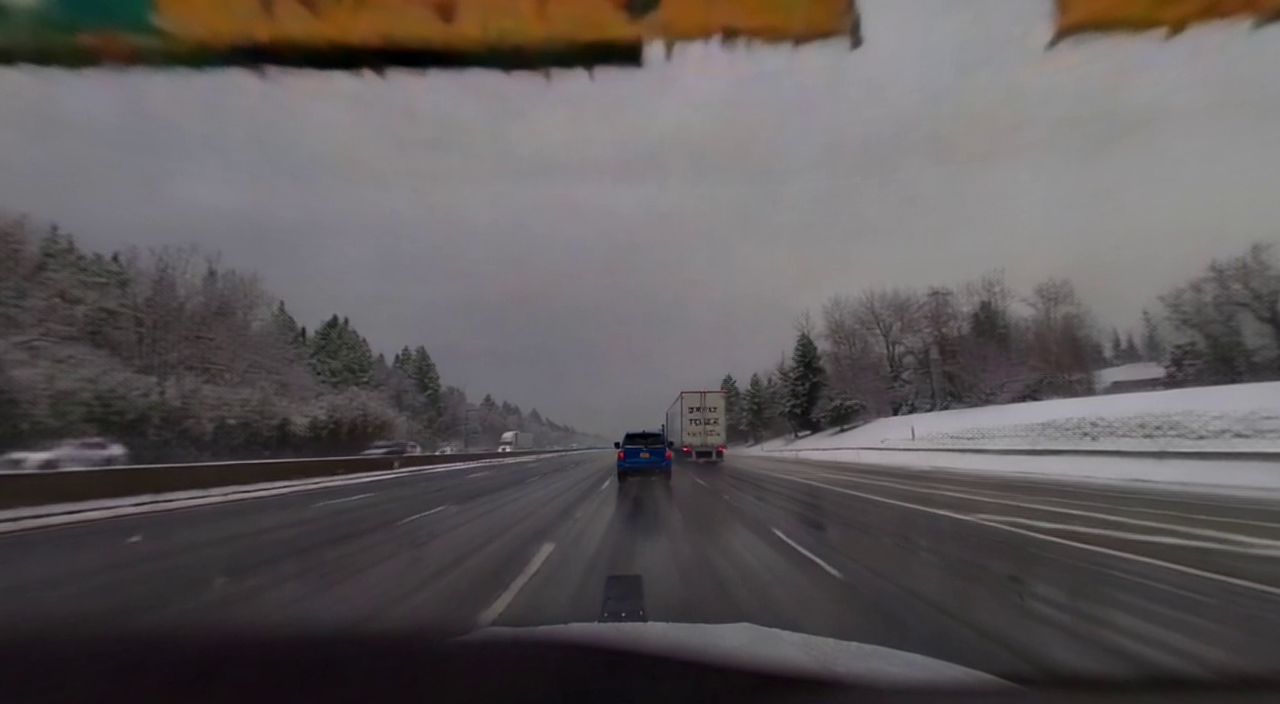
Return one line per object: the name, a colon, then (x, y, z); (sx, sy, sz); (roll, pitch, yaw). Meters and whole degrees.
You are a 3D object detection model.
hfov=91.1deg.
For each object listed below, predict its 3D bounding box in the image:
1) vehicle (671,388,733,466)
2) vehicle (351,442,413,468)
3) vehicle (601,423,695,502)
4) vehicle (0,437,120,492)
vehicle: (3.682, 5.133, 41.380); (2.909, 4.135, 15.820); (-1, -8, 2)
vehicle: (-18.563, 7.422, 45.522); (2.112, 1.778, 5.417); (0, -8, 1)
vehicle: (0.189, 2.731, 15.930); (2.054, 1.706, 4.201); (0, -8, 1)
vehicle: (-25.846, 4.735, 26.814); (2.248, 2.077, 5.797); (0, -8, 1)
